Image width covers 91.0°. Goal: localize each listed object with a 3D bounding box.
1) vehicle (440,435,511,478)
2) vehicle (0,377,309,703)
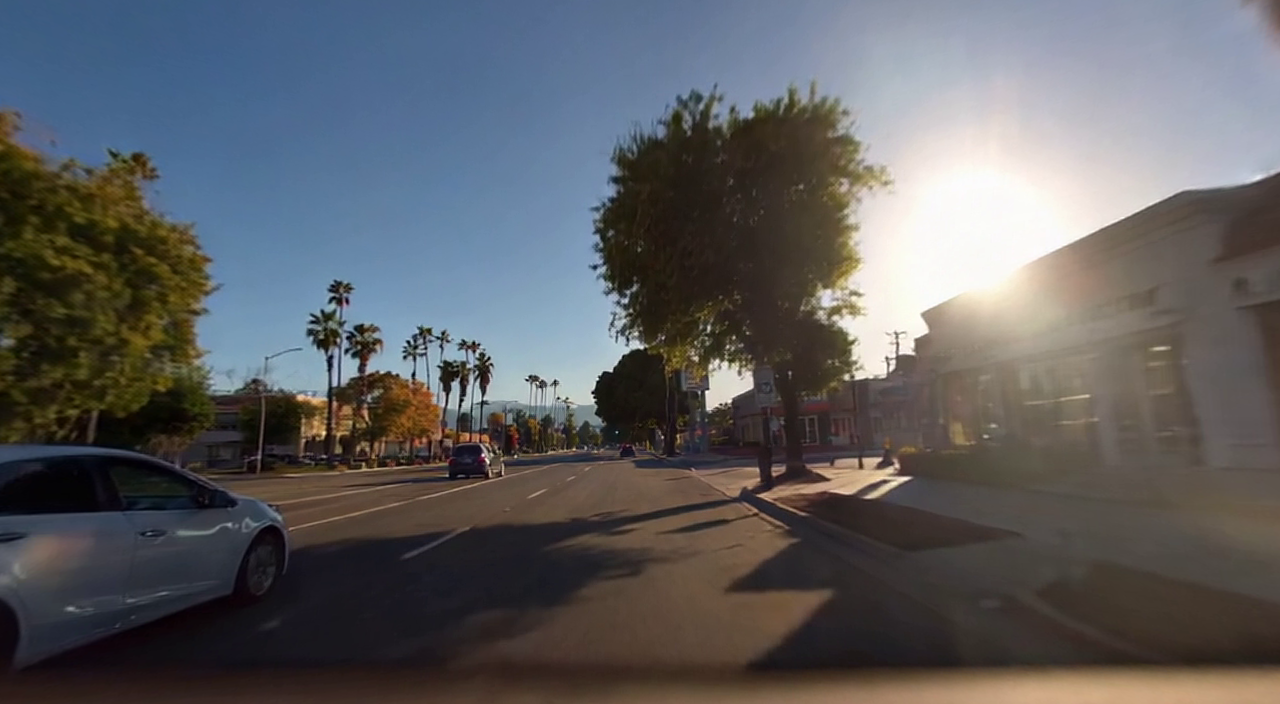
[{"bbox_3d":[-7.549,4.848,29.390,2.136,1.844,4.363,0,-9,0],"label":"vehicle"},{"bbox_3d":[-4.163,1.066,3.807,2.041,1.666,4.182,0,-9,-1],"label":"vehicle"}]
